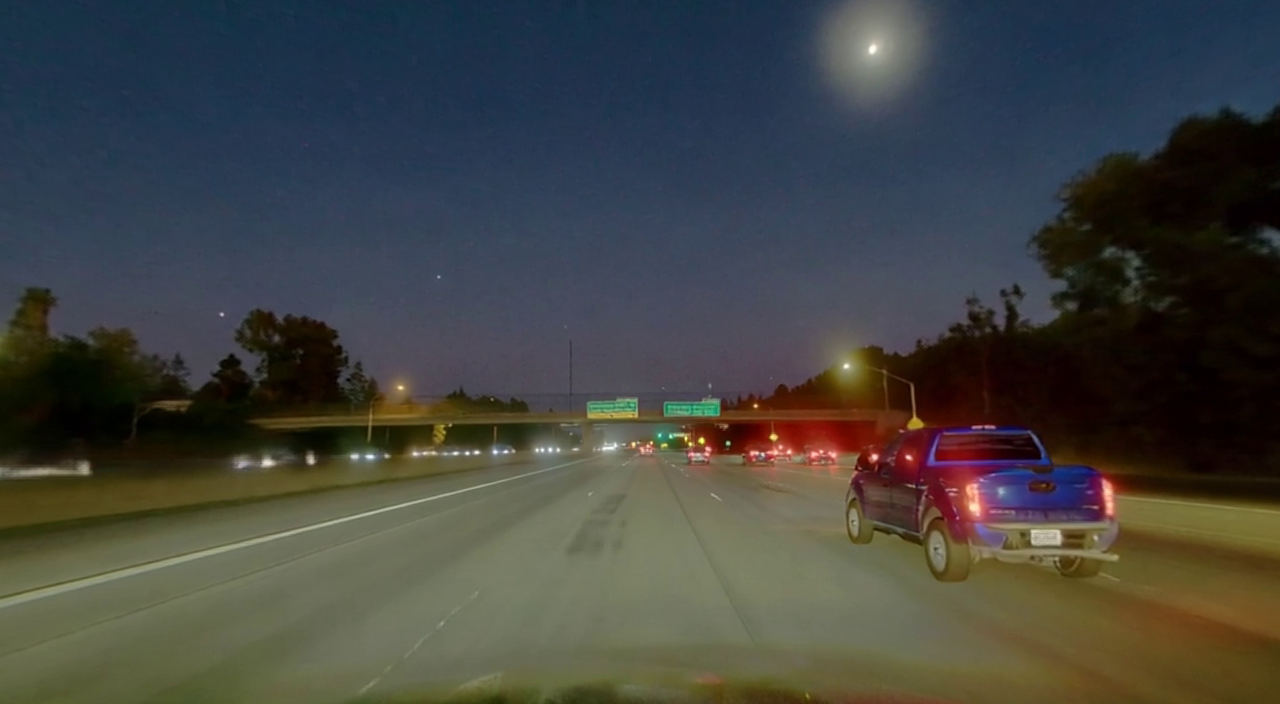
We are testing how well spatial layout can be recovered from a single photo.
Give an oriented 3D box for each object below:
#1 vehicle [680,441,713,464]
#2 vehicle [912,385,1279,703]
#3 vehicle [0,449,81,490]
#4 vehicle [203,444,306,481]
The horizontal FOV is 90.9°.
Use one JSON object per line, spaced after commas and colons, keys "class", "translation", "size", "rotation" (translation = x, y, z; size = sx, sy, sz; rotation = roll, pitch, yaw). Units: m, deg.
{"class": "vehicle", "translation": [4.144, 7.483, 47.052], "size": [2.014, 1.643, 4.039], "rotation": [0, -8, -1]}
{"class": "vehicle", "translation": [3.422, 0.983, 2.986], "size": [2.119, 1.524, 4.807], "rotation": [0, -8, 0]}
{"class": "vehicle", "translation": [-24.798, 4.552, 24.549], "size": [1.862, 1.472, 4.614], "rotation": [0, -8, 0]}
{"class": "vehicle", "translation": [-18.218, 5.197, 30.089], "size": [1.950, 1.604, 4.599], "rotation": [0, -8, 1]}
